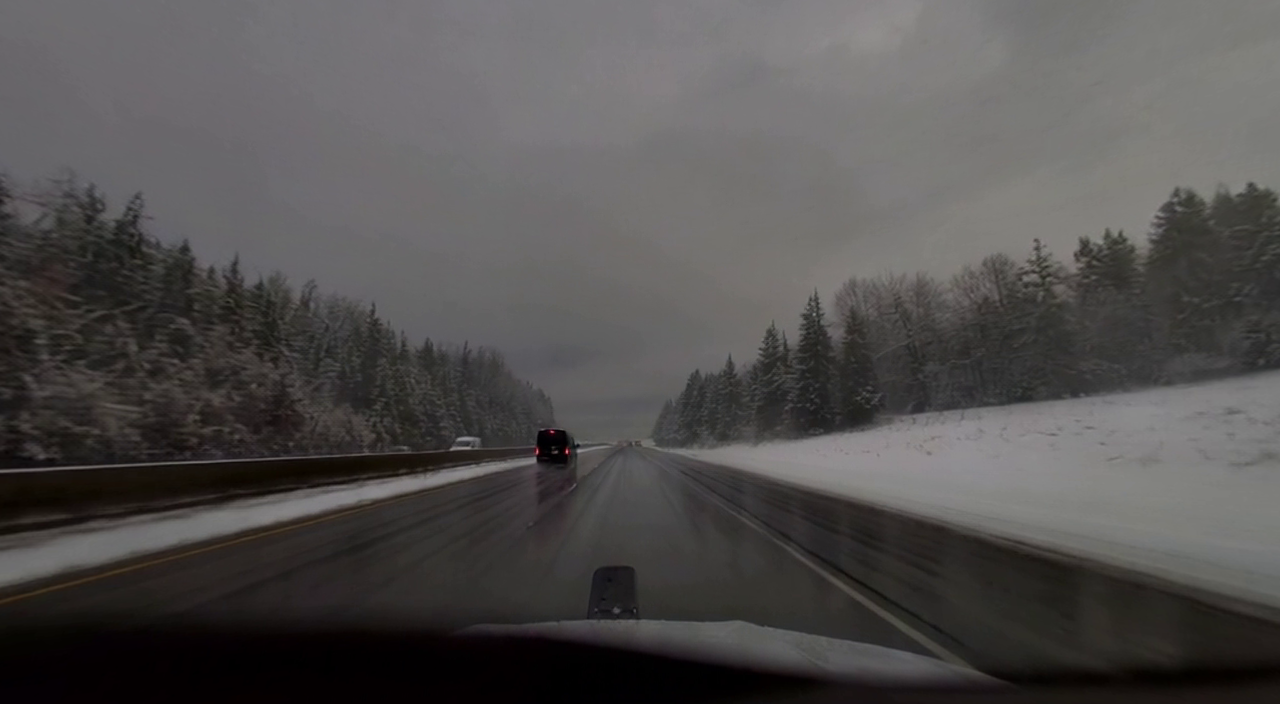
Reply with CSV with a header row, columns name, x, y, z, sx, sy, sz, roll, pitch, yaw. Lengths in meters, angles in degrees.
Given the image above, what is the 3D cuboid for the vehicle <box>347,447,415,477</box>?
name,x,y,z,sx,sy,sz,roll,pitch,yaw
vehicle,-13.542,5.747,33.150,1.786,1.453,4.355,0,-8,-1

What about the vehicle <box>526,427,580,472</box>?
name,x,y,z,sx,sy,sz,roll,pitch,yaw
vehicle,-4.178,4.800,31.073,1.976,2.029,4.737,-1,-8,0
